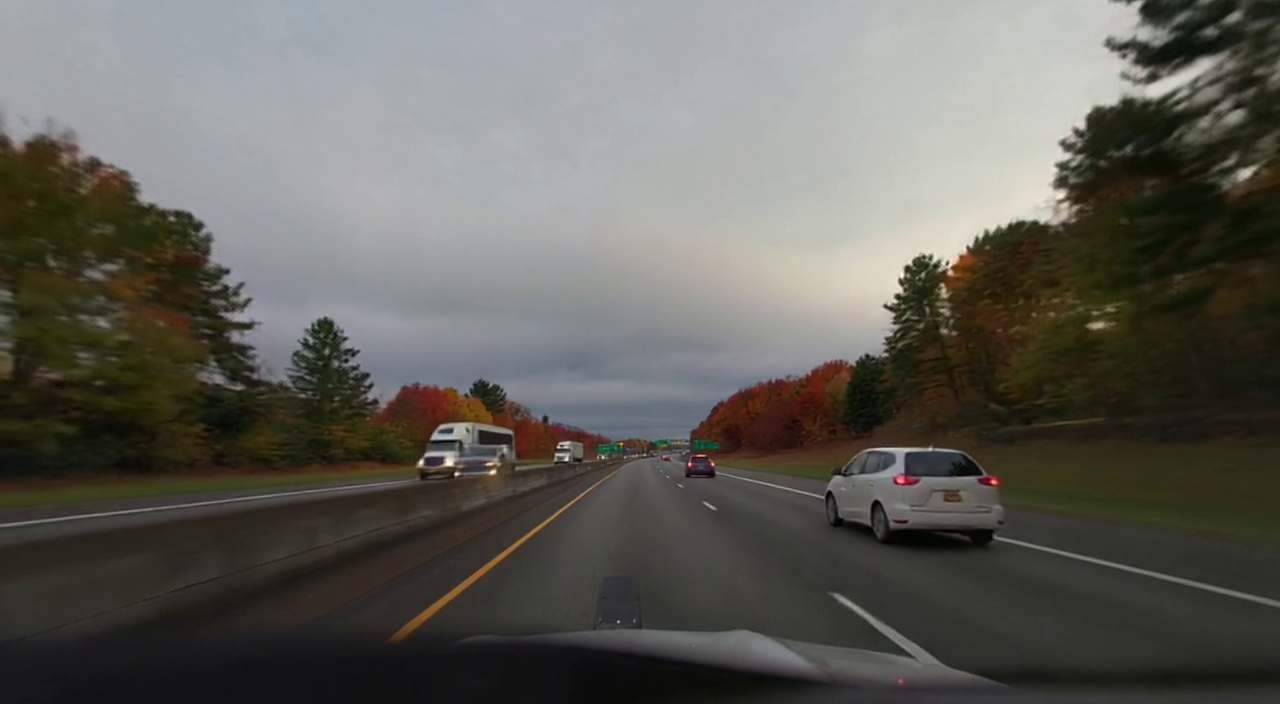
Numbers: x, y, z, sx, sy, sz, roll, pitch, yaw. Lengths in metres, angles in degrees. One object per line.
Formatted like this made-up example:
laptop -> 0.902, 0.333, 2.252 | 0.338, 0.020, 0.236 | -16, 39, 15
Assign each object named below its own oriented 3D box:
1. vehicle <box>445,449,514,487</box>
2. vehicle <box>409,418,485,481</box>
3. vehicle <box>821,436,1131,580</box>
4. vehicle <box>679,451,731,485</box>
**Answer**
vehicle -> -8.669, 6.305, 34.520 | 2.302, 1.921, 5.655 | 0, -9, 0
vehicle -> -13.365, 6.821, 44.028 | 3.253, 4.062, 6.069 | 0, -9, 1
vehicle -> 4.358, 2.063, 9.113 | 2.119, 1.557, 4.163 | 0, -9, -1
vehicle -> 3.133, 5.687, 31.122 | 2.070, 1.546, 4.648 | 0, -9, 0
